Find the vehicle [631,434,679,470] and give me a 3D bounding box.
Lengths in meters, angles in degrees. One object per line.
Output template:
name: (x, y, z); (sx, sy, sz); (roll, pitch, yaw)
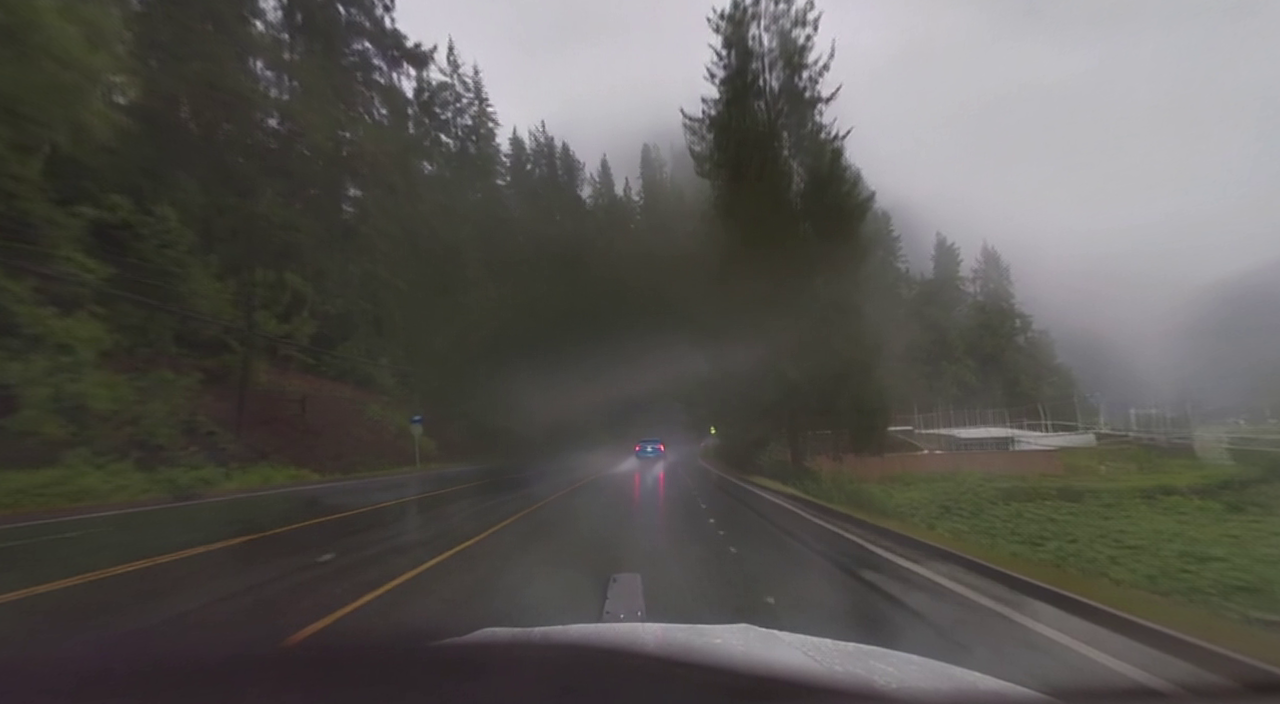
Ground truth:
vehicle: (0.858, 5.098, 32.344); (2.294, 1.708, 4.110); (-1, -8, 3)
